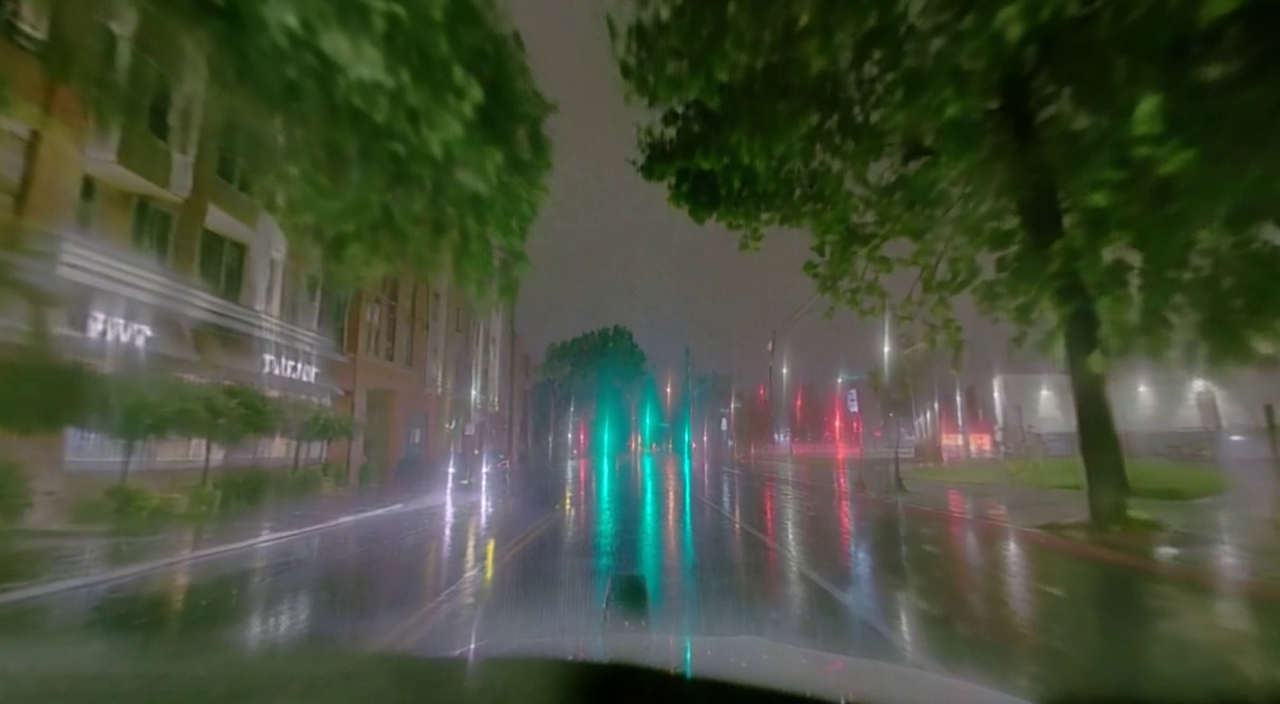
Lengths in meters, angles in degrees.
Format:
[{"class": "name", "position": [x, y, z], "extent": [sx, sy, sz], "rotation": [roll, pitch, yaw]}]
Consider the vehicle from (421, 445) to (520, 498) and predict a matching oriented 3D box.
[{"class": "vehicle", "position": [-5.983, 4.255, 22.980], "extent": [2.147, 1.701, 4.879], "rotation": [0, -8, 1]}]
